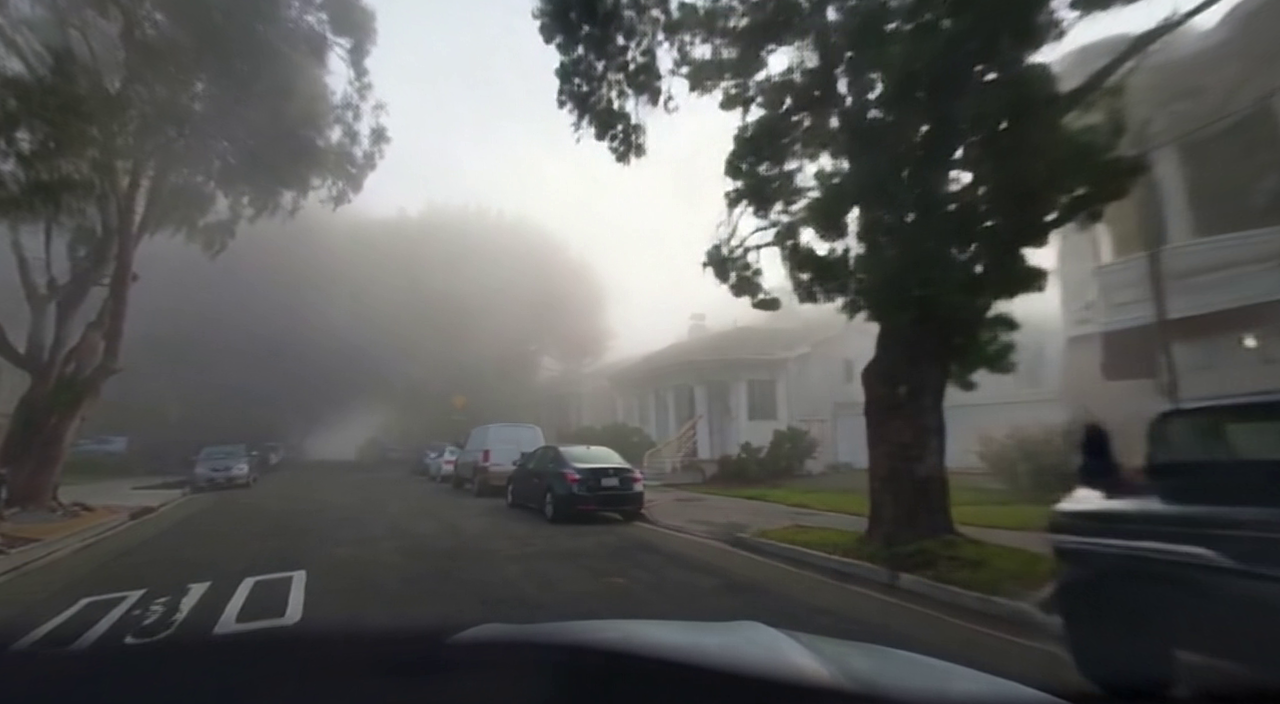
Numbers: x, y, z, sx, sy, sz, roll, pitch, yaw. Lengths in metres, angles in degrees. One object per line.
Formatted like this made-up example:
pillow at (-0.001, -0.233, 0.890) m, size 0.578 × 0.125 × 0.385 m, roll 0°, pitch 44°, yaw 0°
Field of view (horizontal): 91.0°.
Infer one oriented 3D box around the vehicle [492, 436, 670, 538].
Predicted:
vehicle at (-1.362, 2.443, 12.311) m, size 1.828 × 1.442 × 4.476 m, roll 4°, pitch -7°, yaw -28°

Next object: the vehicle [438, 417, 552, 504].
vehicle at (-4.343, 2.958, 18.221) m, size 1.993 × 2.129 × 4.893 m, roll 4°, pitch -7°, yaw -27°

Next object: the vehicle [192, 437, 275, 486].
vehicle at (-14.049, 3.810, 22.017) m, size 1.908 × 1.493 × 4.806 m, roll 7°, pitch -11°, yaw -27°

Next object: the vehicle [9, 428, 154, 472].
vehicle at (-23.625, 4.164, 26.847) m, size 4.153 × 1.550 × 2.029 m, roll 5°, pitch -3°, yaw -28°

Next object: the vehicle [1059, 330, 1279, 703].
vehicle at (5.116, 0.999, 3.856) m, size 4.585 × 1.969 × 2.046 m, roll 4°, pitch -10°, yaw -26°

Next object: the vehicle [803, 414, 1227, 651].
vehicle at (3.814, 1.529, 6.322) m, size 4.030 × 1.648 × 1.827 m, roll 4°, pitch -10°, yaw -31°
